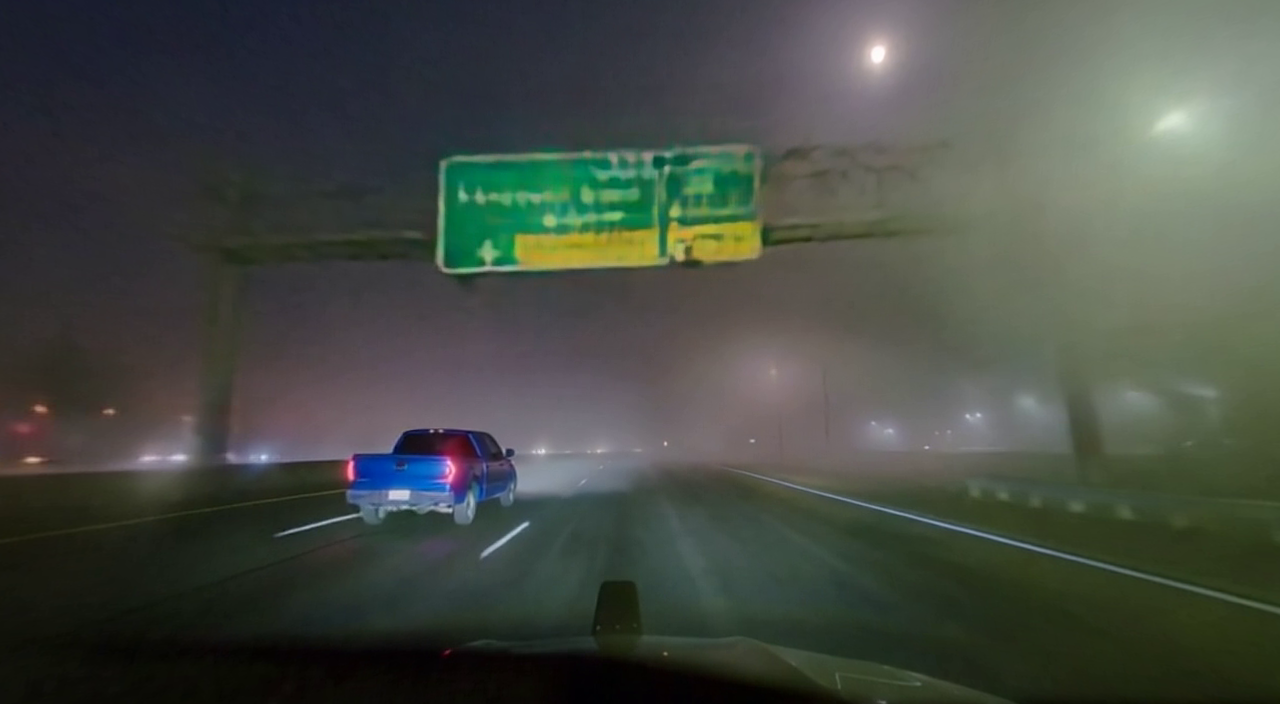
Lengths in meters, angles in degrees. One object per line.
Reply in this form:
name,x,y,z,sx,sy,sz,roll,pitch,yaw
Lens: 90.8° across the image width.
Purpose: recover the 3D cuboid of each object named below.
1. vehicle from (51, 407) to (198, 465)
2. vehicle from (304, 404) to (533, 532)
vehicle,-36.179,6.025,44.986,2.794,3.706,9.037,0,-8,-1
vehicle,-4.019,2.269,13.045,2.529,2.003,5.904,0,-8,1
